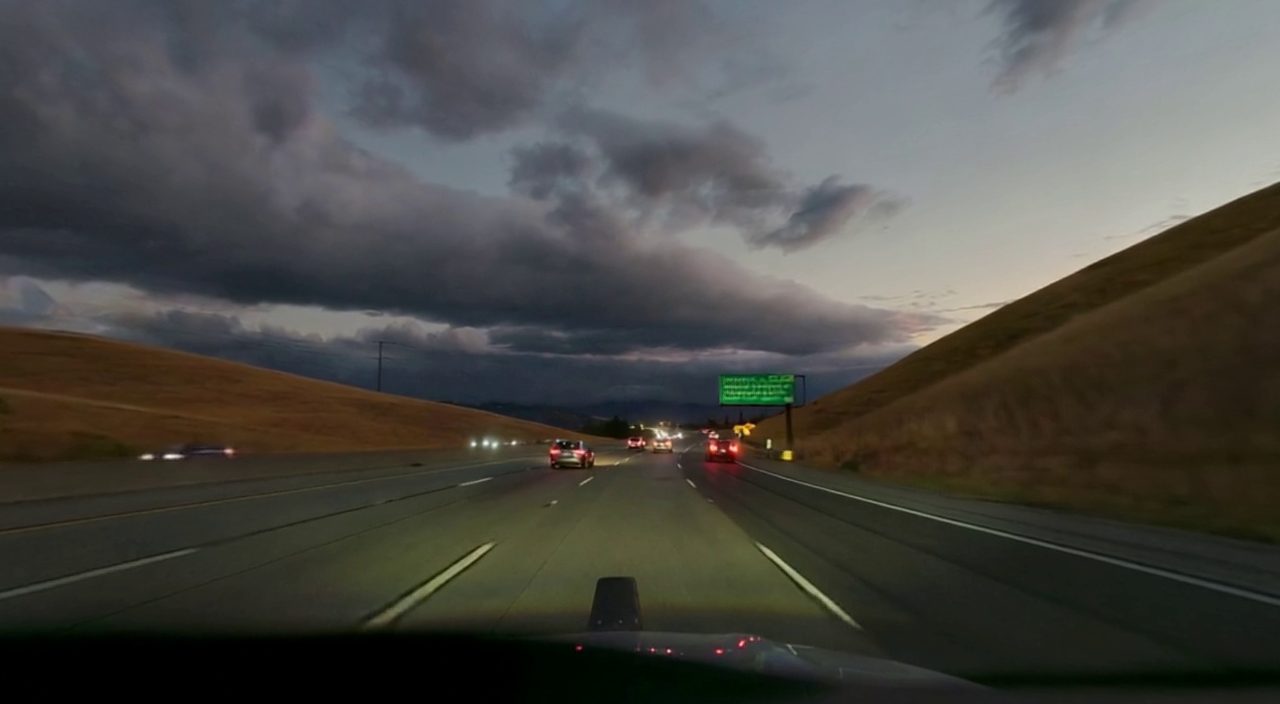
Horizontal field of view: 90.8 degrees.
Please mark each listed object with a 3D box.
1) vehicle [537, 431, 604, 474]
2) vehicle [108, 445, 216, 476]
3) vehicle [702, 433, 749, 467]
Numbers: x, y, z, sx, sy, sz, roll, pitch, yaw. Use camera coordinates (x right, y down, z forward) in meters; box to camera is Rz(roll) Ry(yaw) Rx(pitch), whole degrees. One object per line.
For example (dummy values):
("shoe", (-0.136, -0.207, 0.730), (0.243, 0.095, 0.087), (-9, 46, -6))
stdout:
("vehicle", (-2.918, 4.361, 27.593), (2.166, 1.700, 4.661), (-1, -9, 3))
("vehicle", (-25.015, 5.689, 33.330), (1.814, 1.492, 4.803), (-1, -8, 2))
("vehicle", (4.870, 5.665, 36.634), (2.164, 1.788, 4.500), (0, -8, 1))
